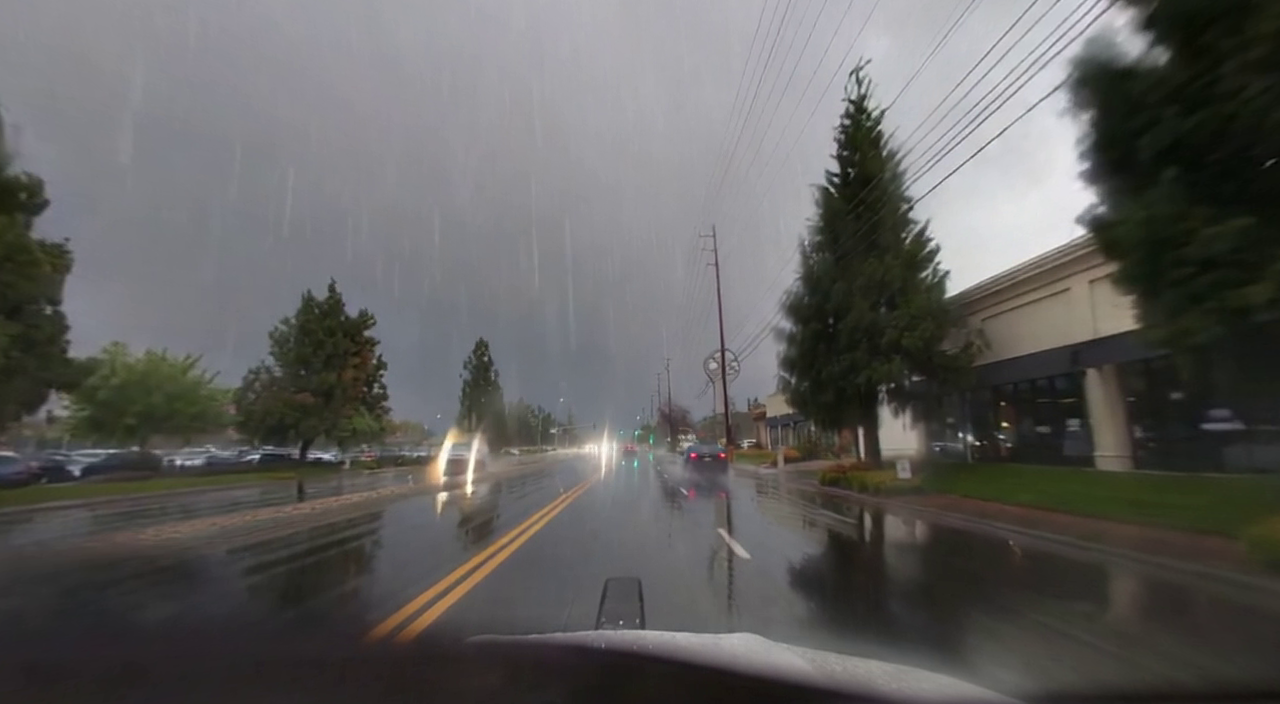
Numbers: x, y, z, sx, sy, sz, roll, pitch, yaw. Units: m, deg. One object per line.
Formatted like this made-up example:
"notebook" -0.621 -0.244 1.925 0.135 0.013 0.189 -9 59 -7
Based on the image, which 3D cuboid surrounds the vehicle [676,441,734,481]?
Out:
"vehicle" 2.620 4.480 26.183 1.975 1.497 3.647 0 -9 -1
